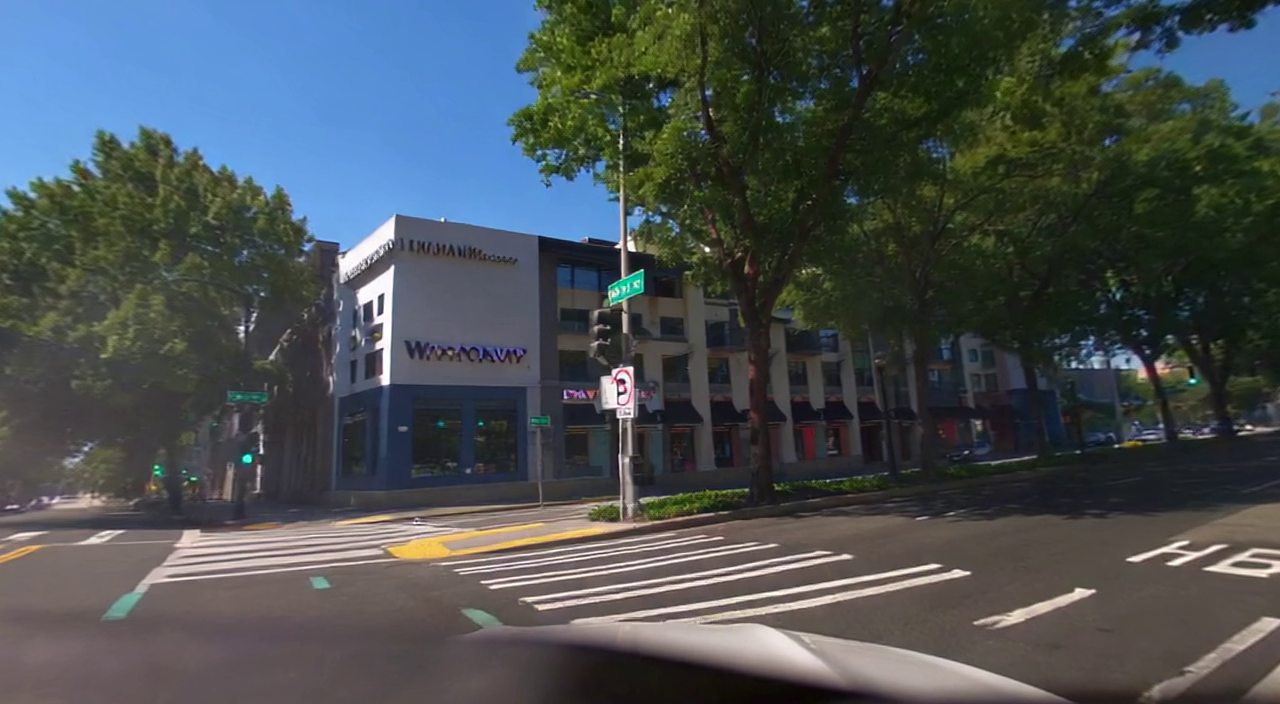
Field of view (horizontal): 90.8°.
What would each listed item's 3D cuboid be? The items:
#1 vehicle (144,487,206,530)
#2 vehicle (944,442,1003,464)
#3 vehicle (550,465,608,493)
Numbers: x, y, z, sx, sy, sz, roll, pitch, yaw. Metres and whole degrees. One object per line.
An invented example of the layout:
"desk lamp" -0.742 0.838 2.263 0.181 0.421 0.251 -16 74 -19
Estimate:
"vehicle" -21.351 7.145 29.119 2.066 1.481 4.004 6 -10 -34
"vehicle" 24.862 7.503 47.043 4.442 1.440 1.840 4 -10 -32
"vehicle" -3.938 8.022 40.114 1.956 1.471 3.994 4 -10 -34
